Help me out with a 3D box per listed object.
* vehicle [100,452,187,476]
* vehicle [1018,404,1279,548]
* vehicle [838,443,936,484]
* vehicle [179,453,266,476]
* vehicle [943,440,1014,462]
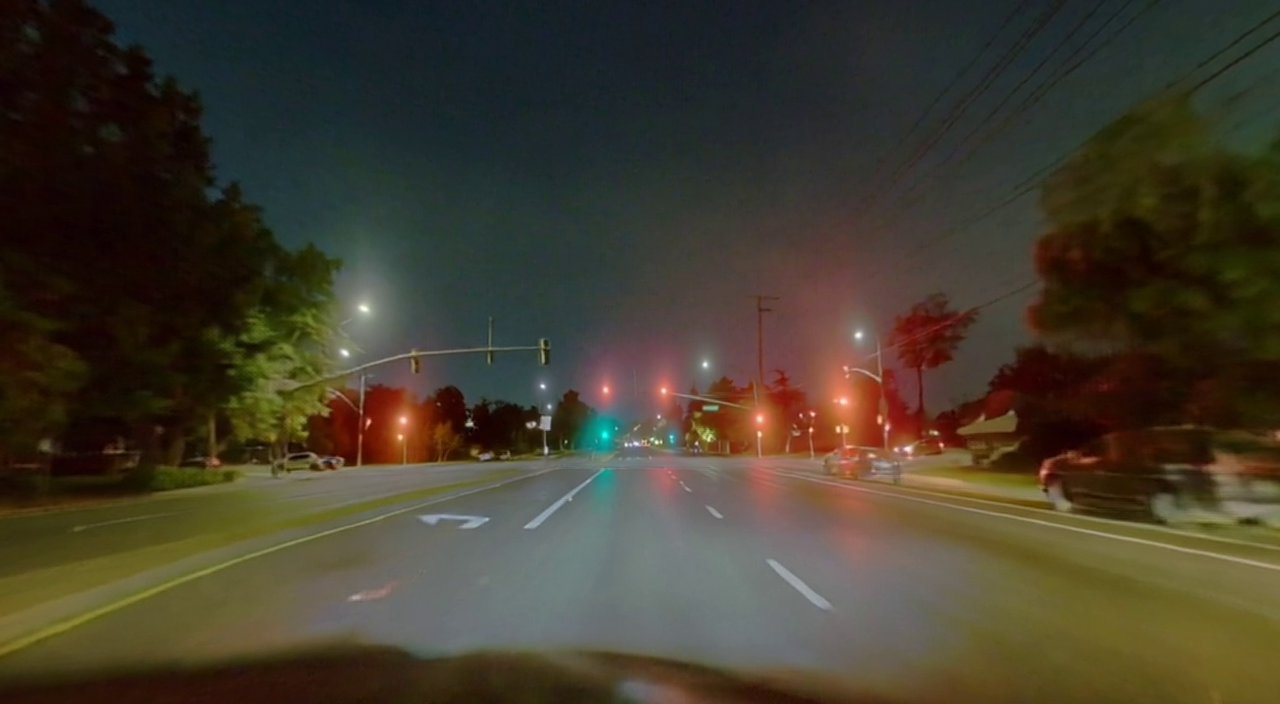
[{"bbox_3d":[-35.519,8.010,45.237,4.563,1.451,2.046,-2,-8,1],"label":"vehicle"},{"bbox_3d":[9.814,2.115,11.576,2.245,1.983,5.433,0,-8,-2],"label":"vehicle"},{"bbox_3d":[9.812,4.448,25.563,1.918,1.483,4.813,0,-8,-1],"label":"vehicle"},{"bbox_3d":[-29.462,7.941,44.680,4.692,1.476,1.946,0,-8,-2],"label":"vehicle"},{"bbox_3d":[23.912,6.992,44.765,3.985,1.474,1.764,0,-8,0],"label":"vehicle"}]
